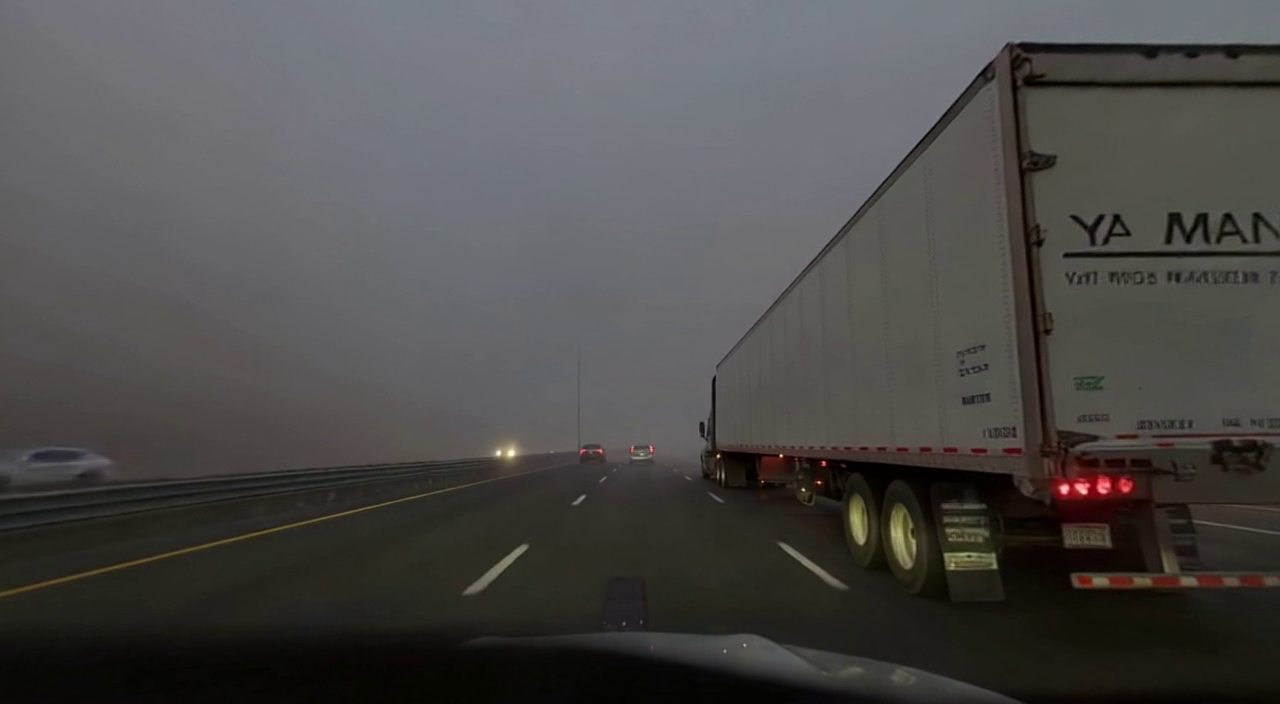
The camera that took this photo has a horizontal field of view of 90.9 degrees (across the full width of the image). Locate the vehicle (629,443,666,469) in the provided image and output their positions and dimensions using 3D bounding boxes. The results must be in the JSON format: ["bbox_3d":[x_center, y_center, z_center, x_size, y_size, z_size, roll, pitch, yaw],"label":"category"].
[{"bbox_3d":[0.438,6.144,37.393,2.063,1.469,4.208,0,-9,0],"label":"vehicle"}]

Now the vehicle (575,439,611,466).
[{"bbox_3d":[-3.153,6.862,42.988,2.058,1.711,4.226,-1,-9,1],"label":"vehicle"}]

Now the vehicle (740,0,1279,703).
[{"bbox_3d":[3.921,0.583,9.387,2.821,4.077,12.562,0,-9,0],"label":"vehicle"}]
